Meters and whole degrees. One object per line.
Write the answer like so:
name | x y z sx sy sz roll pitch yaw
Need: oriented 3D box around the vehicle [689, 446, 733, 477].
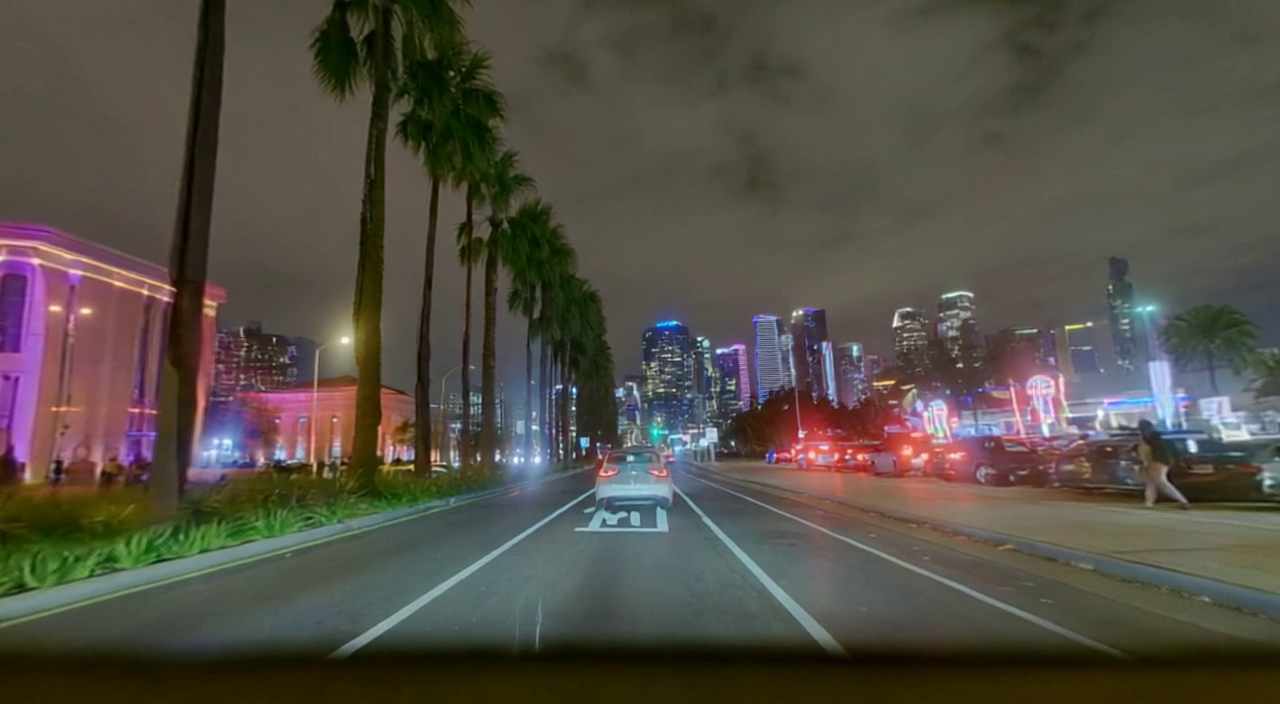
vehicle | 4.332 6.791 39.284 2.136 1.774 4.778 0 -8 0

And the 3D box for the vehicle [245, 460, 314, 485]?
vehicle | -23.327 7.796 40.918 1.860 1.420 4.472 0 -8 0

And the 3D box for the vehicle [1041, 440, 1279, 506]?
vehicle | 12.866 2.929 15.560 4.363 1.488 2.248 1 -8 -4

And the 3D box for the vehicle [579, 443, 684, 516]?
vehicle | -0.168 3.013 15.417 2.235 1.528 3.876 0 -8 1
